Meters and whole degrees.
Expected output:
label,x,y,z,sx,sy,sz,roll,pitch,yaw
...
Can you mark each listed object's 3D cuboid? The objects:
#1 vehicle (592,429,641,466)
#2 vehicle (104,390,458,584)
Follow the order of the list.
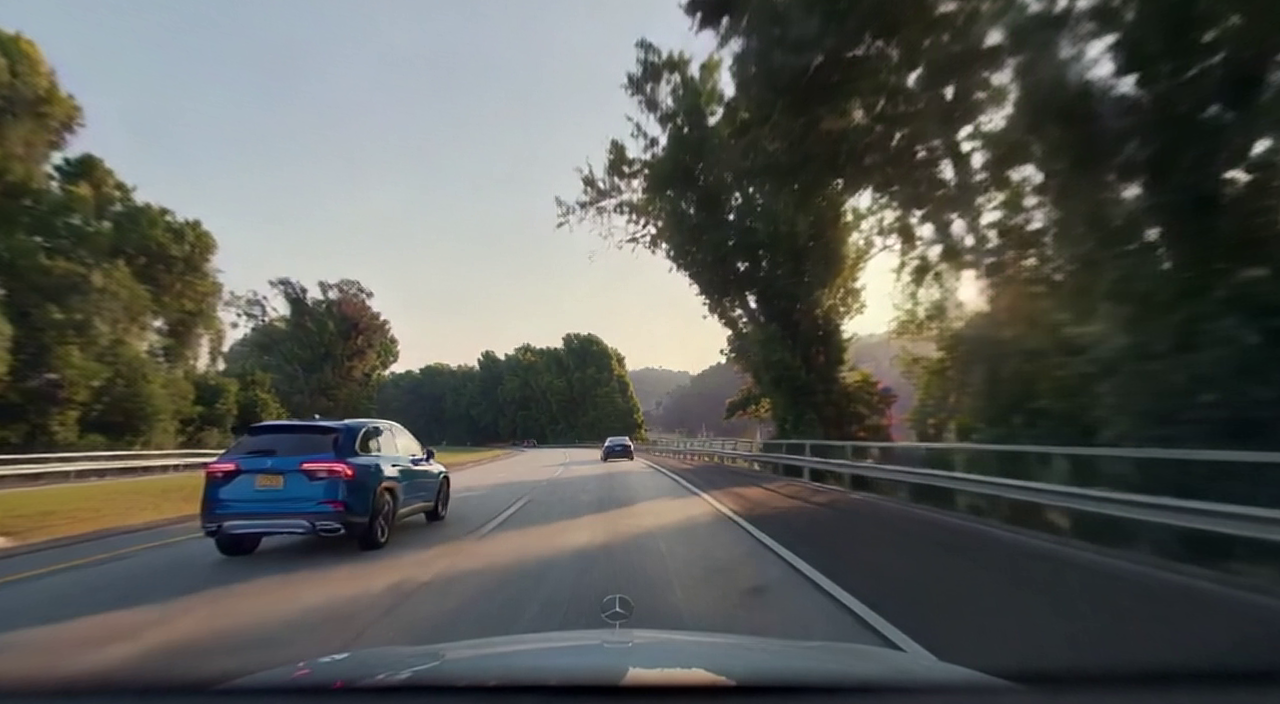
label,x,y,z,sx,sy,sz,roll,pitch,yaw
vehicle,-1.347,5.071,33.691,2.452,1.857,4.022,0,-8,-4
vehicle,-4.167,1.626,8.543,2.053,1.847,4.760,0,-8,-1
